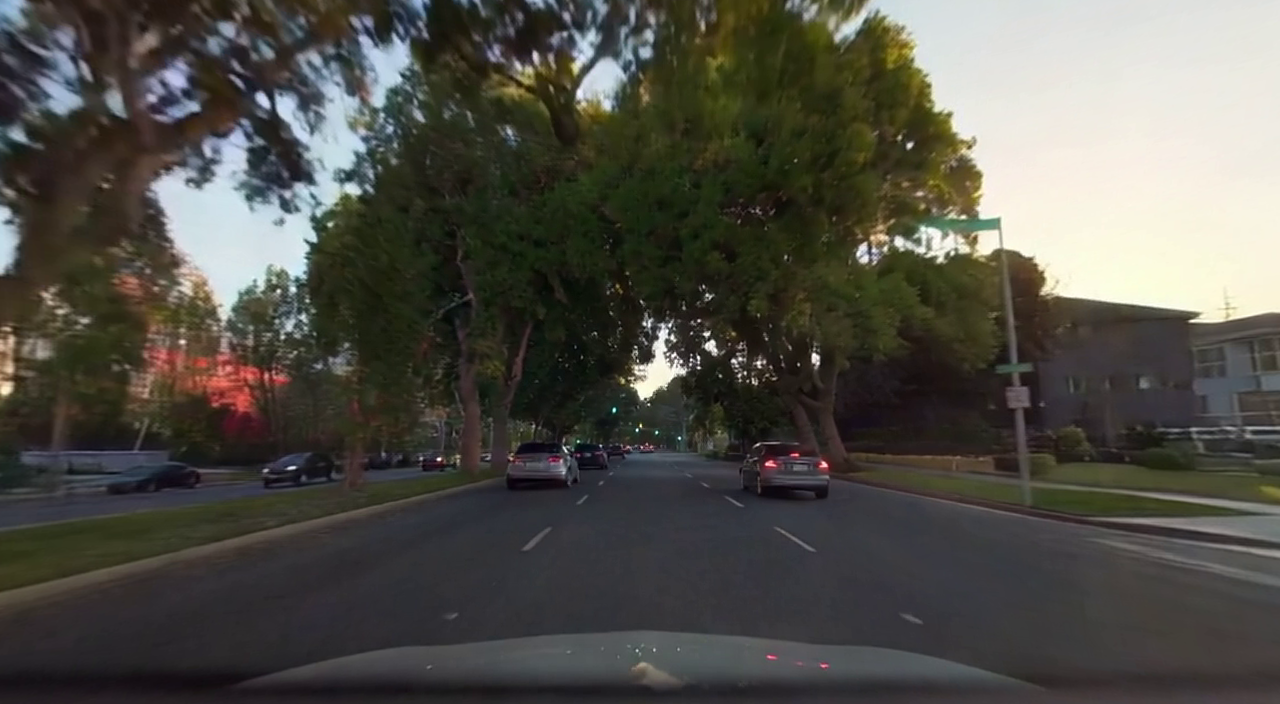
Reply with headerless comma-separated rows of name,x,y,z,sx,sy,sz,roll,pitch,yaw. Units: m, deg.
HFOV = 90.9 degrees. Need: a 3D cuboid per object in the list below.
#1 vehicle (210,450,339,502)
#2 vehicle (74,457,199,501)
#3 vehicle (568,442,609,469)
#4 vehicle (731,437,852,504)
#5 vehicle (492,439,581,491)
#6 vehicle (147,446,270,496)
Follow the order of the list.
vehicle,-12.132,4.093,21.291,1.817,1.547,4.220,0,-9,0
vehicle,-22.638,5.686,28.615,1.960,1.698,4.446,0,-8,0
vehicle,-3.026,6.196,37.779,1.988,1.497,4.404,0,-8,2
vehicle,3.721,3.003,16.408,2.010,1.486,4.498,0,-8,0
vehicle,-3.200,3.604,20.417,2.053,1.480,4.381,0,-8,1
vehicle,-18.920,5.177,27.964,2.032,1.989,4.727,0,-8,1
